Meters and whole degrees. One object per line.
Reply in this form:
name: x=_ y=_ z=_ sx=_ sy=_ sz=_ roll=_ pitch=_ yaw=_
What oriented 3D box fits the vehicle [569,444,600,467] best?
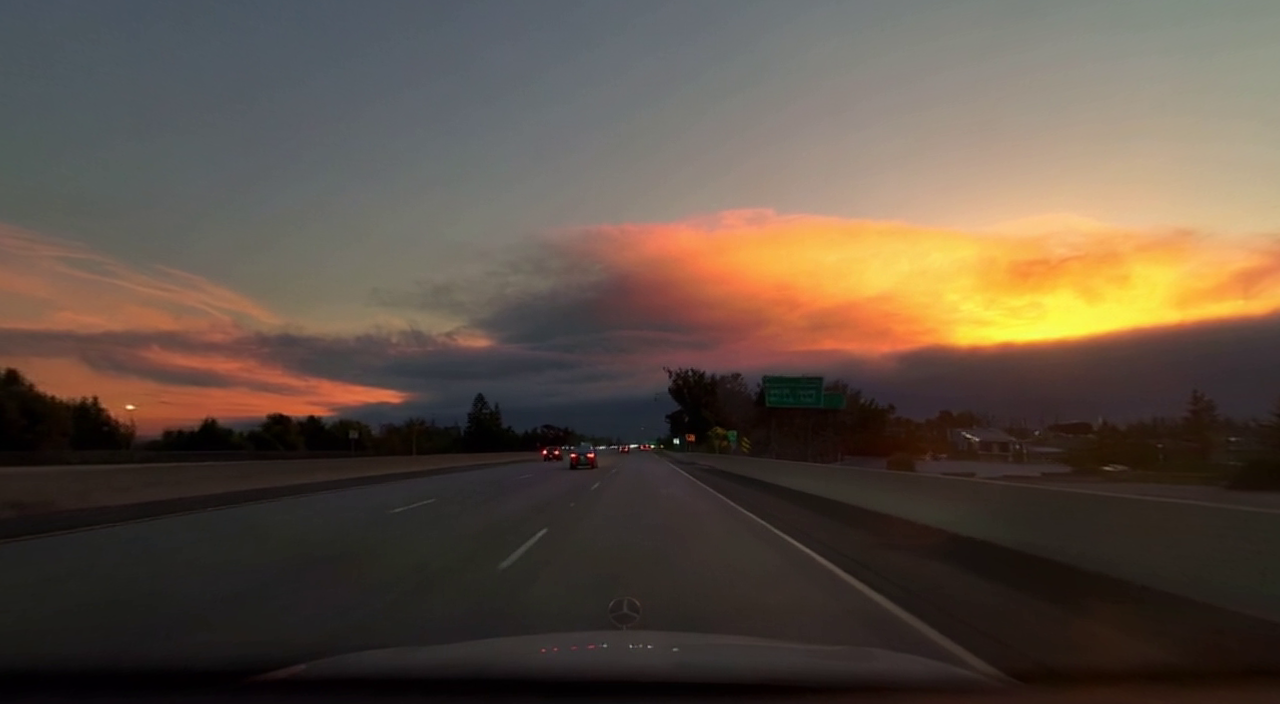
vehicle: x=-3.775 y=7.160 z=43.807 sx=1.786 sy=1.488 sz=4.023 roll=0 pitch=-9 yaw=0
